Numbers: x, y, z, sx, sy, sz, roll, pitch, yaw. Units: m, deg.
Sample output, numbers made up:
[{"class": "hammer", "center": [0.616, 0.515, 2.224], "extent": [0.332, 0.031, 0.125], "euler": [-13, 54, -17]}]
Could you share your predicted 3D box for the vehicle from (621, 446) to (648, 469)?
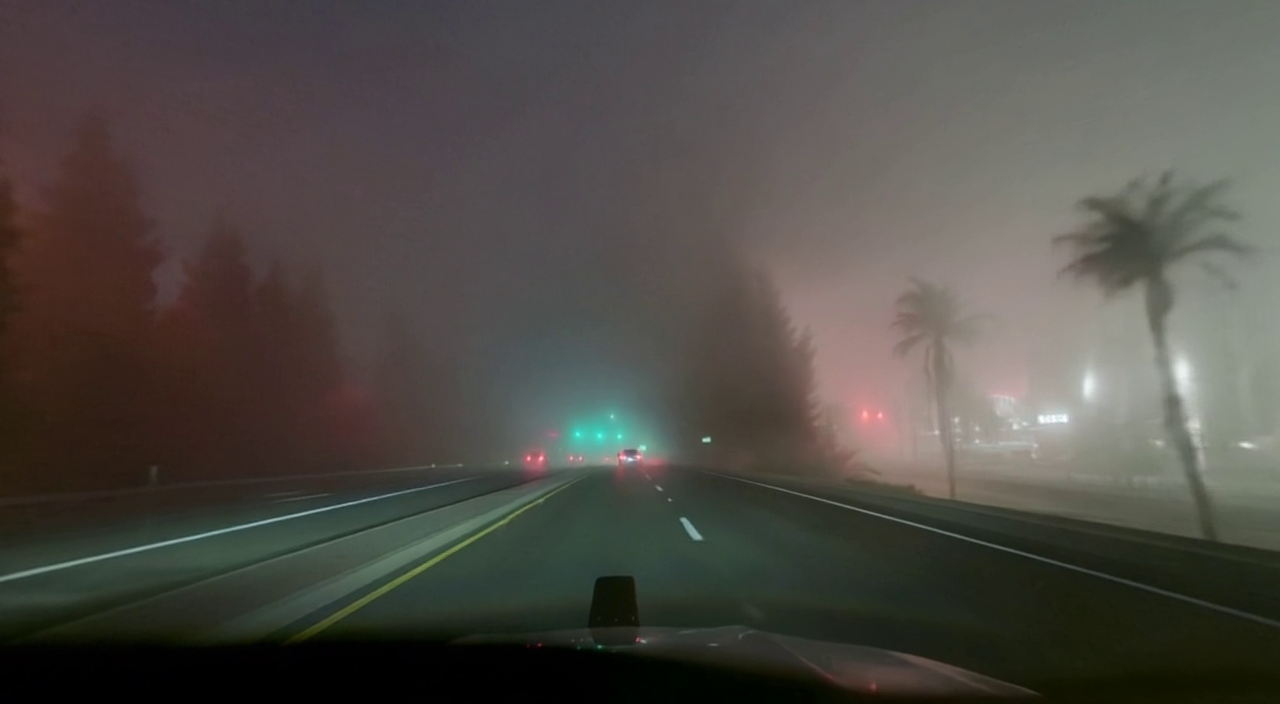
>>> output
[{"class": "vehicle", "center": [-0.475, 8.138, 48.944], "extent": [2.001, 1.688, 4.128], "euler": [0, -8, -2]}]
